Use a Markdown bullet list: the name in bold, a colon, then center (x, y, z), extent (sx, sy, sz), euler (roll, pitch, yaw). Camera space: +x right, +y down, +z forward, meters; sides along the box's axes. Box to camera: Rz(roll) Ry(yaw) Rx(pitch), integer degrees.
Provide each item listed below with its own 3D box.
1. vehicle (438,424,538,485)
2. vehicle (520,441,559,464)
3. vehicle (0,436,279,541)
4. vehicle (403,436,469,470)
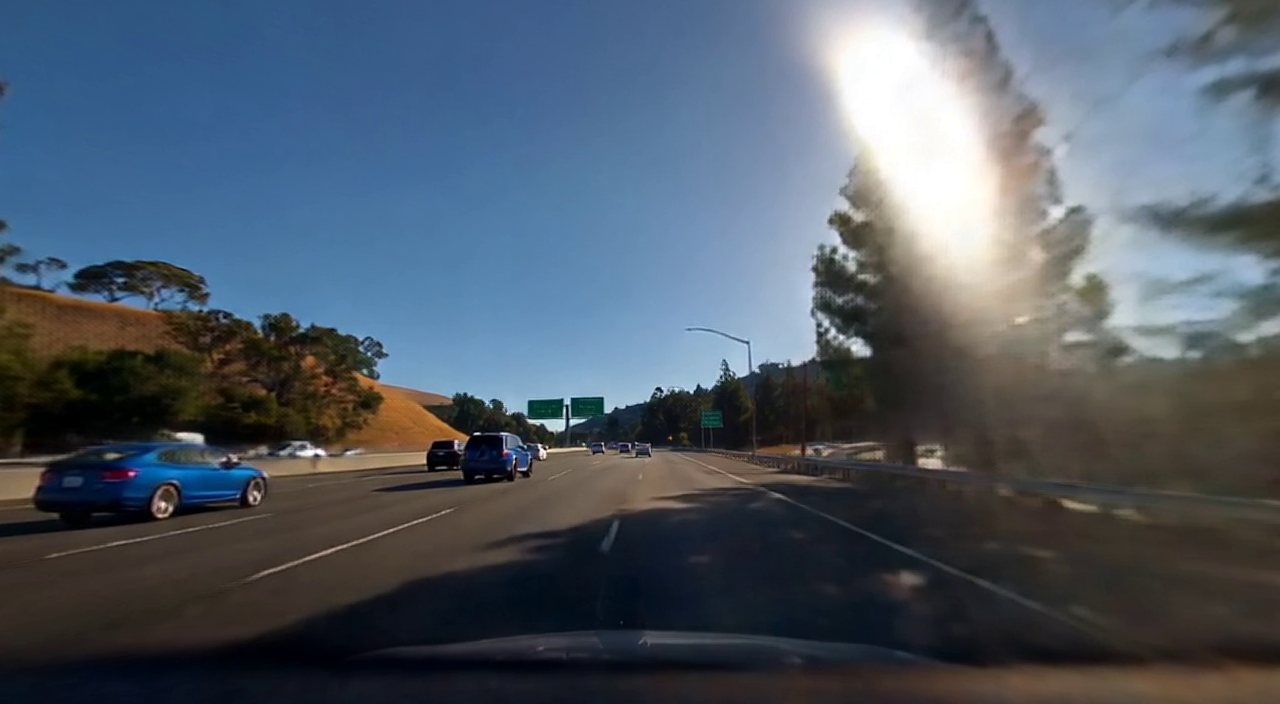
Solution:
- **vehicle**: center (-5.364, 3.704, 22.990), extent (2.219, 1.947, 4.924), euler (0, -9, 2)
- **vehicle**: center (-7.578, 7.593, 47.688), extent (2.069, 1.636, 4.483), euler (0, -9, 2)
- **vehicle**: center (-9.232, 2.371, 11.707), extent (1.984, 1.508, 4.935), euler (0, -9, 2)
- **vehicle**: center (-11.794, 5.878, 36.775), extent (2.079, 1.822, 4.893), euler (0, -9, 2)
